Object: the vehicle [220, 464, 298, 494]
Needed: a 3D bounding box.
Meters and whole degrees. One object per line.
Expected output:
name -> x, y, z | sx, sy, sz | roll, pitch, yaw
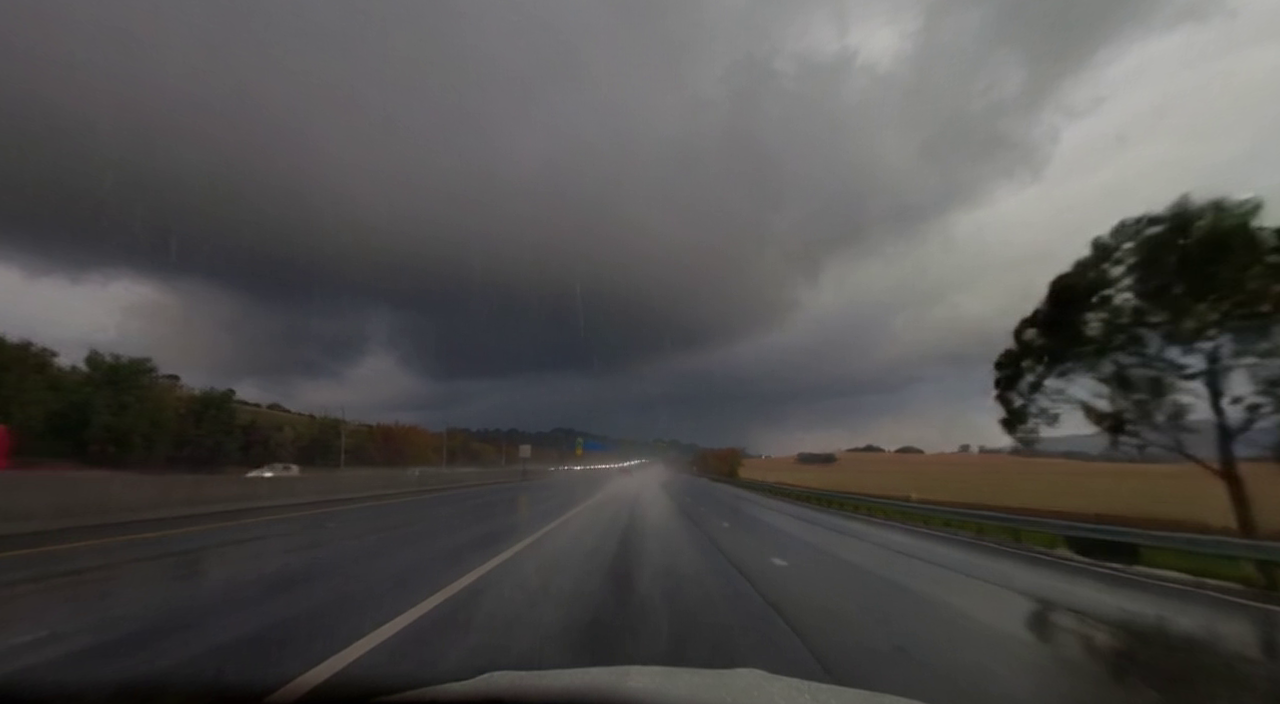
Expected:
vehicle -> -22.123, 7.408, 36.802 | 1.817, 1.600, 4.132 | 1, -10, 1
